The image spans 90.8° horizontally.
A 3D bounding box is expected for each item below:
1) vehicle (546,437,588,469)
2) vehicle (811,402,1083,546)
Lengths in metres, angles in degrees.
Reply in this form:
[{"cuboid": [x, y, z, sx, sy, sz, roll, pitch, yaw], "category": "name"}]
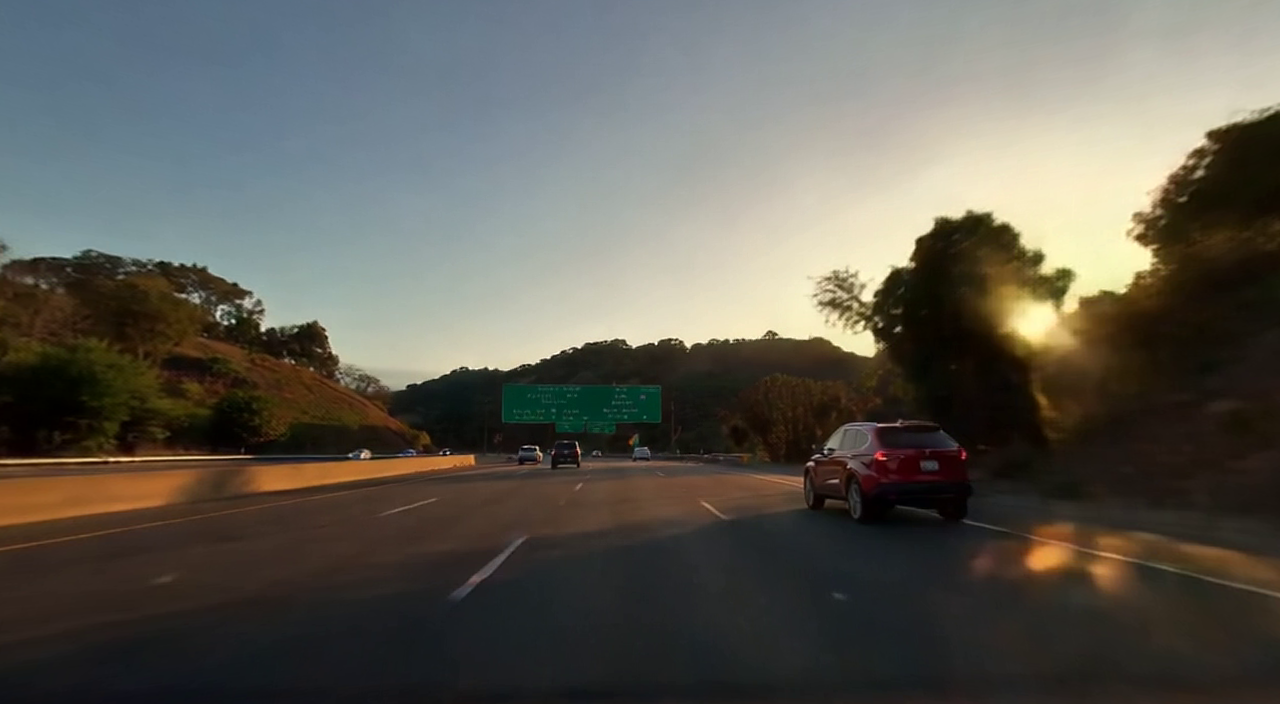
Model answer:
[{"cuboid": [-5.090, 7.146, 44.834, 2.537, 2.121, 5.251, 0, -9, -2], "category": "vehicle"}, {"cuboid": [4.745, 1.988, 10.877, 2.103, 1.903, 4.837, 0, -9, -2], "category": "vehicle"}]
